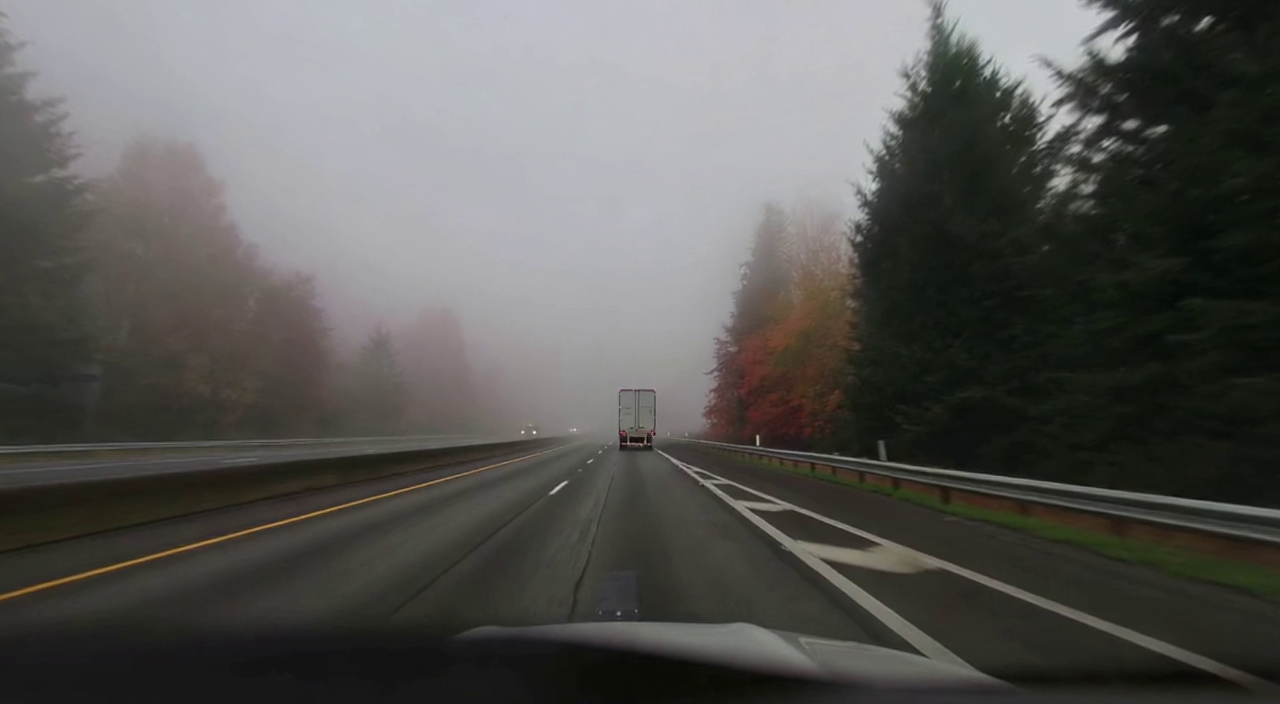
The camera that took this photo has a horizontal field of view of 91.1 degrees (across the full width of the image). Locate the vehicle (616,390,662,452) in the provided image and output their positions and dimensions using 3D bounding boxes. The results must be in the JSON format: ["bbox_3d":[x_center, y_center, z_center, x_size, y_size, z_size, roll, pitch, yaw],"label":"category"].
[{"bbox_3d":[-0.227,5.278,46.910,3.013,4.016,11.496,0,-8,-2],"label":"vehicle"}]
